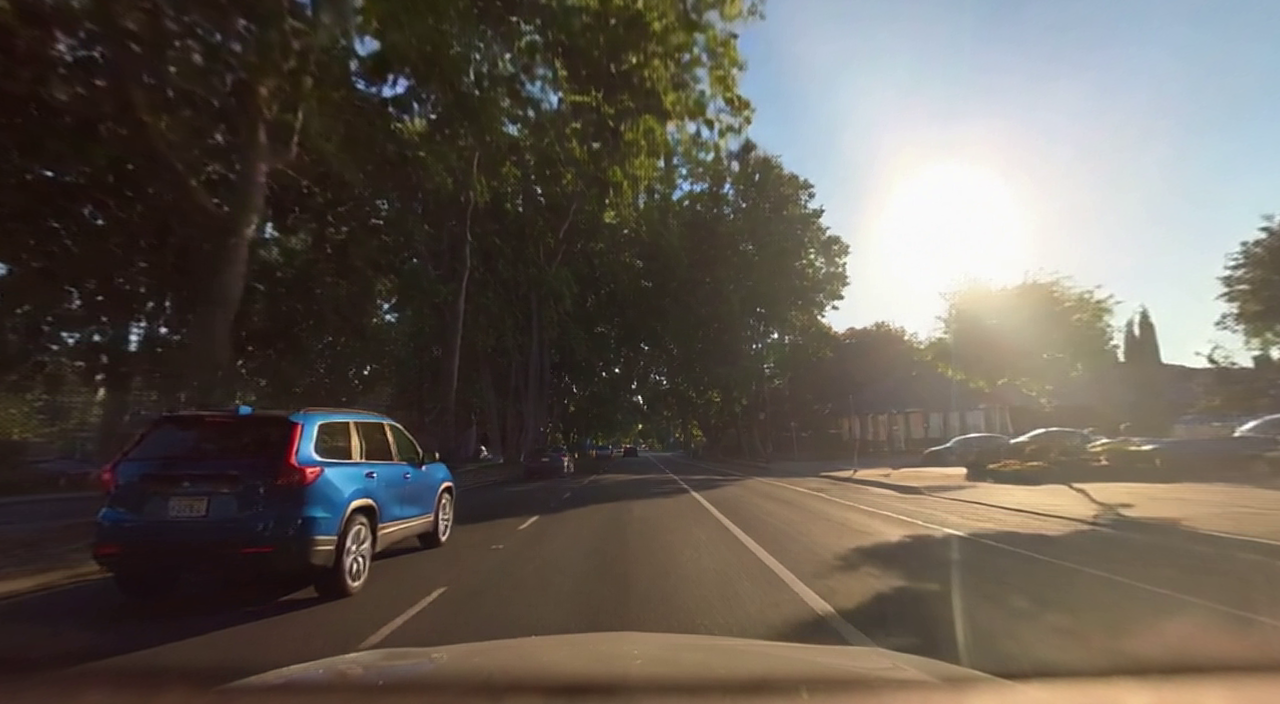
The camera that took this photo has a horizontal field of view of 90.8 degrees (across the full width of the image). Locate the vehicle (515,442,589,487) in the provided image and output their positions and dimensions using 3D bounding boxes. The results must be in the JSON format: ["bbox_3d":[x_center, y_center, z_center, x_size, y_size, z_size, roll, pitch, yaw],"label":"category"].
[{"bbox_3d":[-3.131,4.092,23.415,2.069,1.470,4.601,-1,-9,0],"label":"vehicle"}]

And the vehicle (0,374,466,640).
[{"bbox_3d":[-3.451,1.393,6.625,2.042,1.817,4.364,0,-9,-1],"label":"vehicle"}]
